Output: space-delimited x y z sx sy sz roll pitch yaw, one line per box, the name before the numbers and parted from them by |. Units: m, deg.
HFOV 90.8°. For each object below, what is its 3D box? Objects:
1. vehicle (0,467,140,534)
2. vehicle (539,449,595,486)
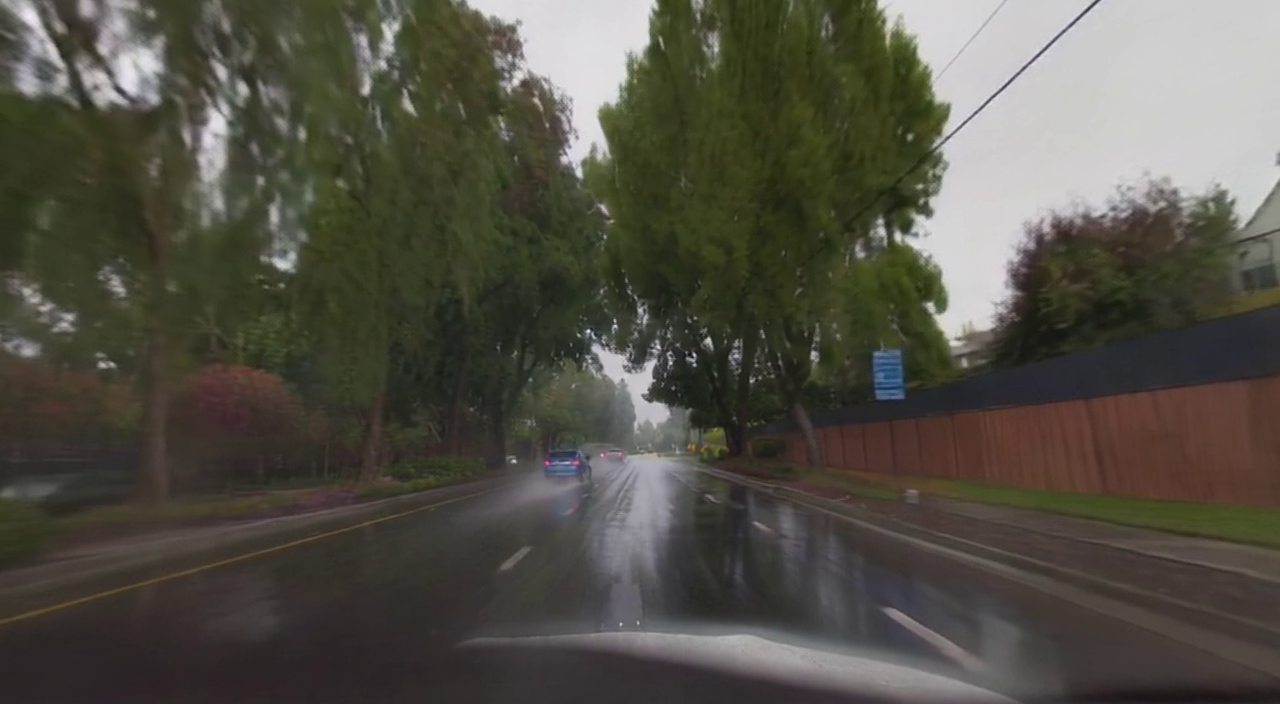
vehicle | -16.923 4.069 17.689 1.992 1.483 4.649 0 -8 1
vehicle | -3.099 5.007 27.738 1.870 1.431 4.317 0 -9 1
